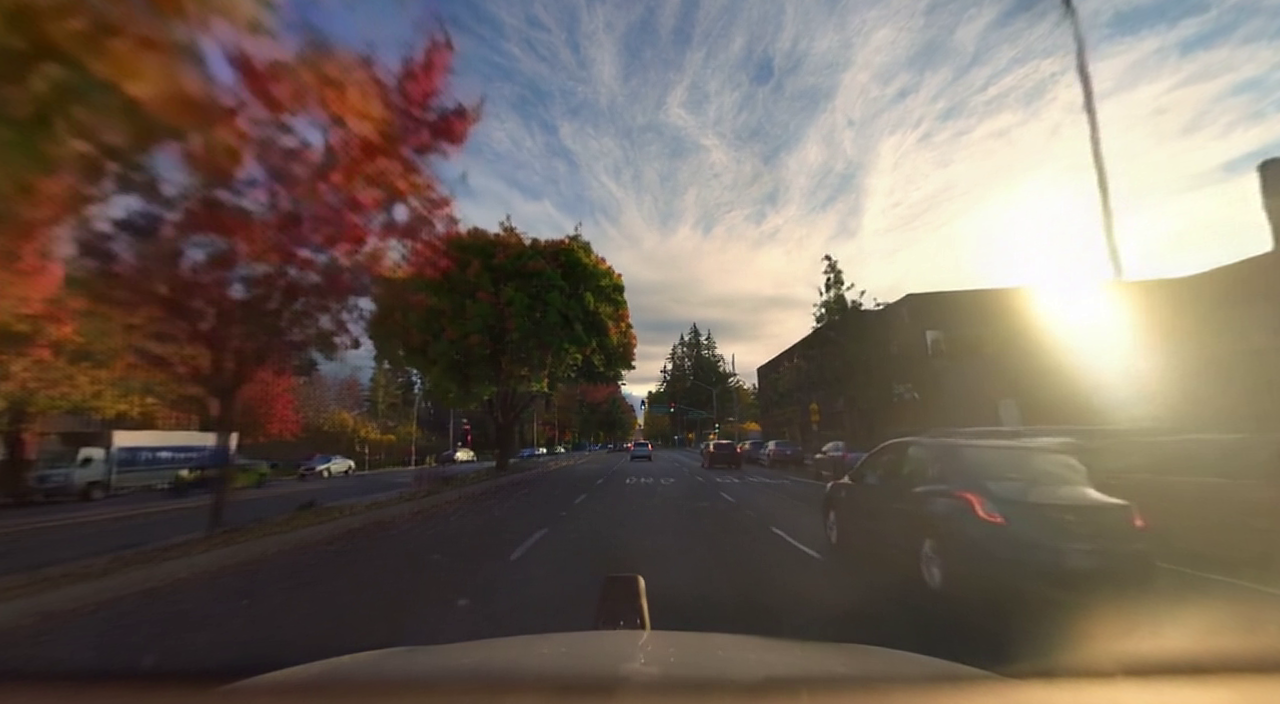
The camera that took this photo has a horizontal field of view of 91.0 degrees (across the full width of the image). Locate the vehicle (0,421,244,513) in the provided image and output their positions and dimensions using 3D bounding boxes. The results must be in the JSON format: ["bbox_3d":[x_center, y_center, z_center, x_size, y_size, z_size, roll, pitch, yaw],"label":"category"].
[{"bbox_3d":[-22.027,4.867,27.579,2.961,3.271,9.547,0,-9,1],"label":"vehicle"}]

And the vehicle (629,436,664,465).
[{"bbox_3d":[0.442,6.810,43.459,2.239,1.856,4.815,0,-8,0],"label":"vehicle"}]

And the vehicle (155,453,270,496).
[{"bbox_3d":[-18.651,5.335,27.766,1.962,1.691,4.328,0,-9,1],"label":"vehicle"}]

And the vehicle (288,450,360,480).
[{"bbox_3d":[-21.745,7.774,43.643,2.142,1.900,5.489,0,-9,0],"label":"vehicle"}]

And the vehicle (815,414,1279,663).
[{"bbox_3d":[3.361,1.473,6.158,1.977,1.498,4.521,0,-8,0],"label":"vehicle"}]

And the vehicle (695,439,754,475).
[{"bbox_3d":[3.860,4.870,29.470,2.178,1.546,4.311,0,-8,0],"label":"vehicle"}]
